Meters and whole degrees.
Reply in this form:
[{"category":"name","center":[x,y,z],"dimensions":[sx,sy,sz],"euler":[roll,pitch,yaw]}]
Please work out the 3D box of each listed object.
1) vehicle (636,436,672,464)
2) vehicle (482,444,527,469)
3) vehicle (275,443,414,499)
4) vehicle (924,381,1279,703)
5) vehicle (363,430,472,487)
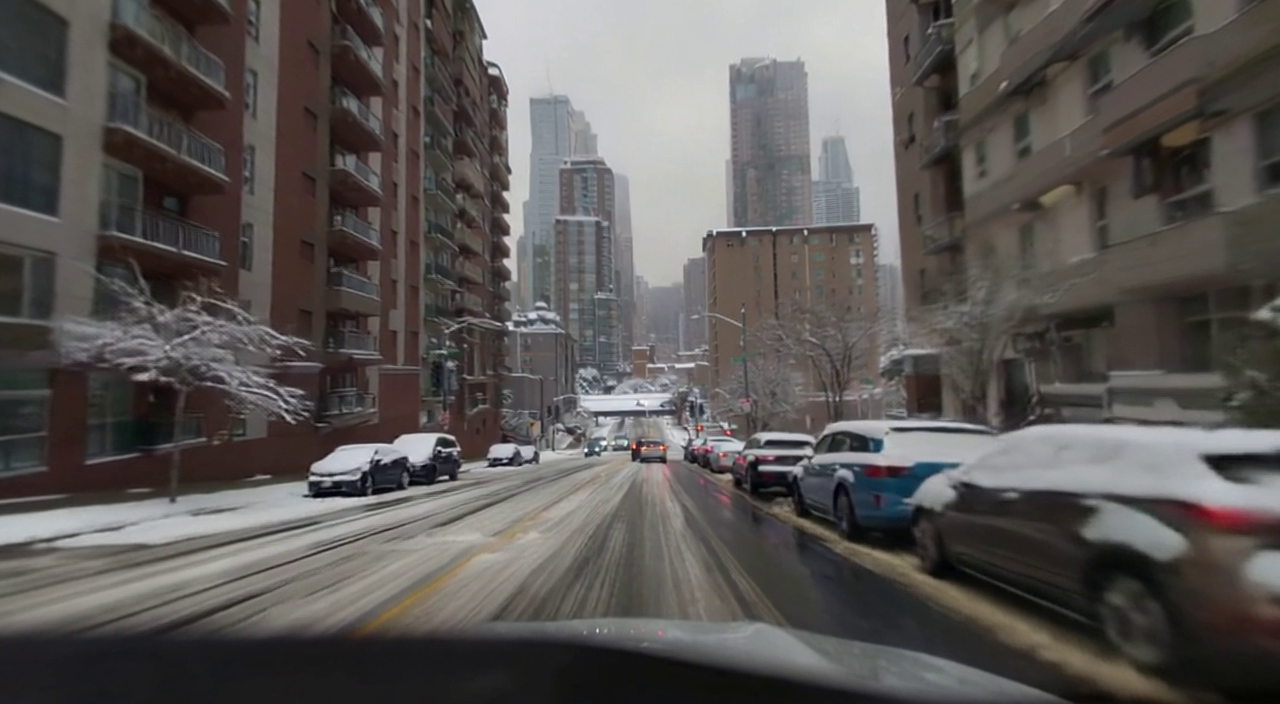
[{"category":"vehicle","center":[0.895,6.460,41.555],"dimensions":[2.261,1.740,4.065],"euler":[0,-8,0]},{"category":"vehicle","center":[-8.803,6.821,41.331],"dimensions":[2.021,1.474,4.337],"euler":[0,-8,-1]},{"category":"vehicle","center":[-9.206,3.722,20.171],"dimensions":[2.089,1.549,4.597],"euler":[-1,-8,2]},{"category":"vehicle","center":[3.778,1.164,4.523],"dimensions":[1.946,1.607,3.082],"euler":[0,-8,-1]},{"category":"vehicle","center":[-8.962,4.339,26.071],"dimensions":[2.457,2.048,5.461],"euler":[0,-8,0]}]
